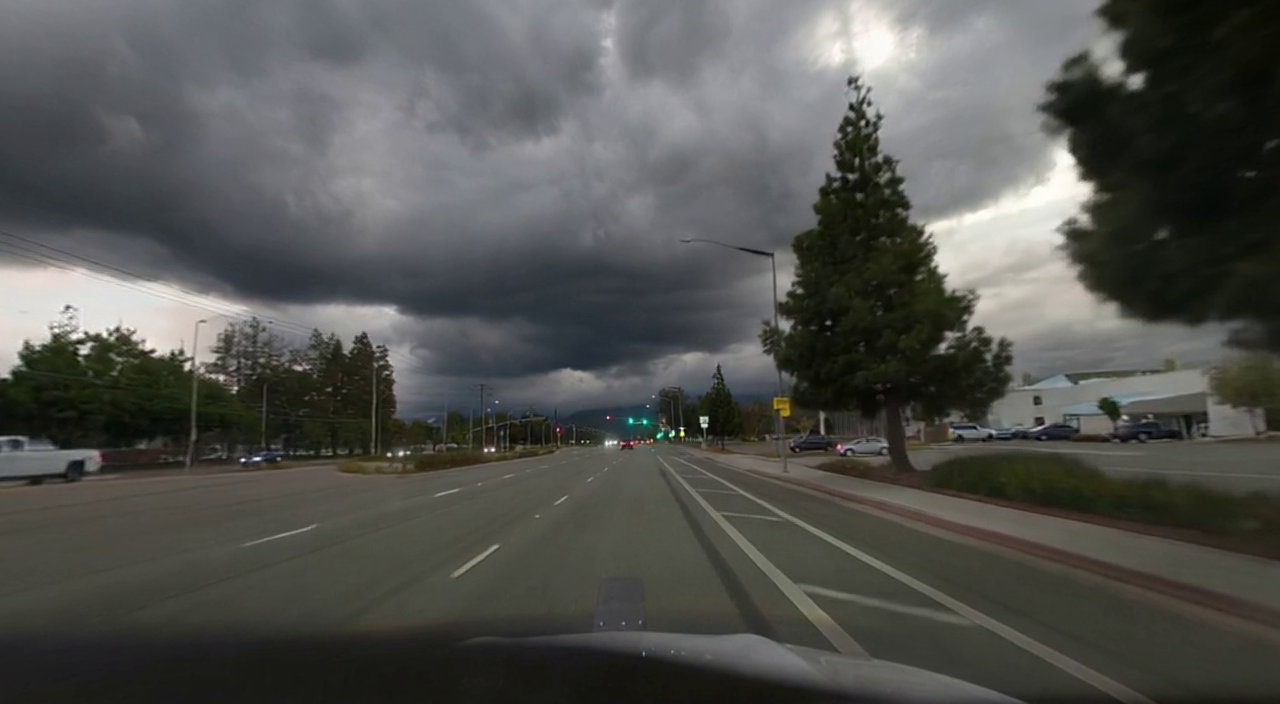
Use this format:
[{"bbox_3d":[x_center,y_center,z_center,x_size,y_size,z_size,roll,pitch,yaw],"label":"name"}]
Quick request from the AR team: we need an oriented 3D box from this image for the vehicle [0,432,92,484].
[{"bbox_3d":[-32.262,5.366,32.180,2.514,2.485,6.584,0,-8,1],"label":"vehicle"}]

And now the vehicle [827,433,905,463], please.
[{"bbox_3d":[14.839,6.320,41.549,4.388,1.446,1.808,-6,-7,1],"label":"vehicle"}]

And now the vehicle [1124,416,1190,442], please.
[{"bbox_3d":[38.069,5.715,46.372,4.699,1.764,2.200,5,-10,-32],"label":"vehicle"}]
